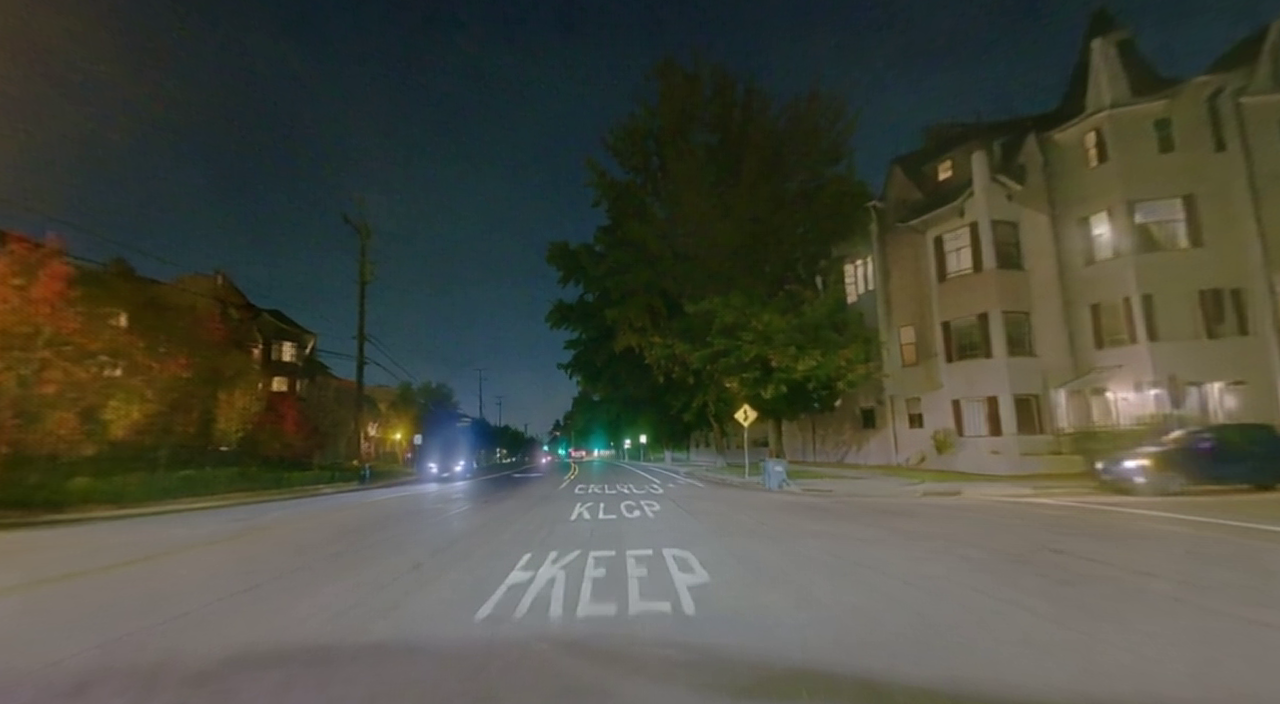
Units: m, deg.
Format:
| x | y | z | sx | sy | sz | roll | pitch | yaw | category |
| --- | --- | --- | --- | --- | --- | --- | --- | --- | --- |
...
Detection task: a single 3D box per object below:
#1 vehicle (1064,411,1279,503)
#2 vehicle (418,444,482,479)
| x | y | z | sx | sy | sz | roll | pitch | yaw | category |
| --- | --- | --- | --- | --- | --- | --- | --- | --- | --- |
| 11.591 | 2.061 | 12.648 | 4.702 | 1.661 | 1.977 | -1 | -8 | 1 | vehicle |
| -10.408 | 5.999 | 34.937 | 2.053 | 1.727 | 4.651 | -1 | -8 | 0 | vehicle |
